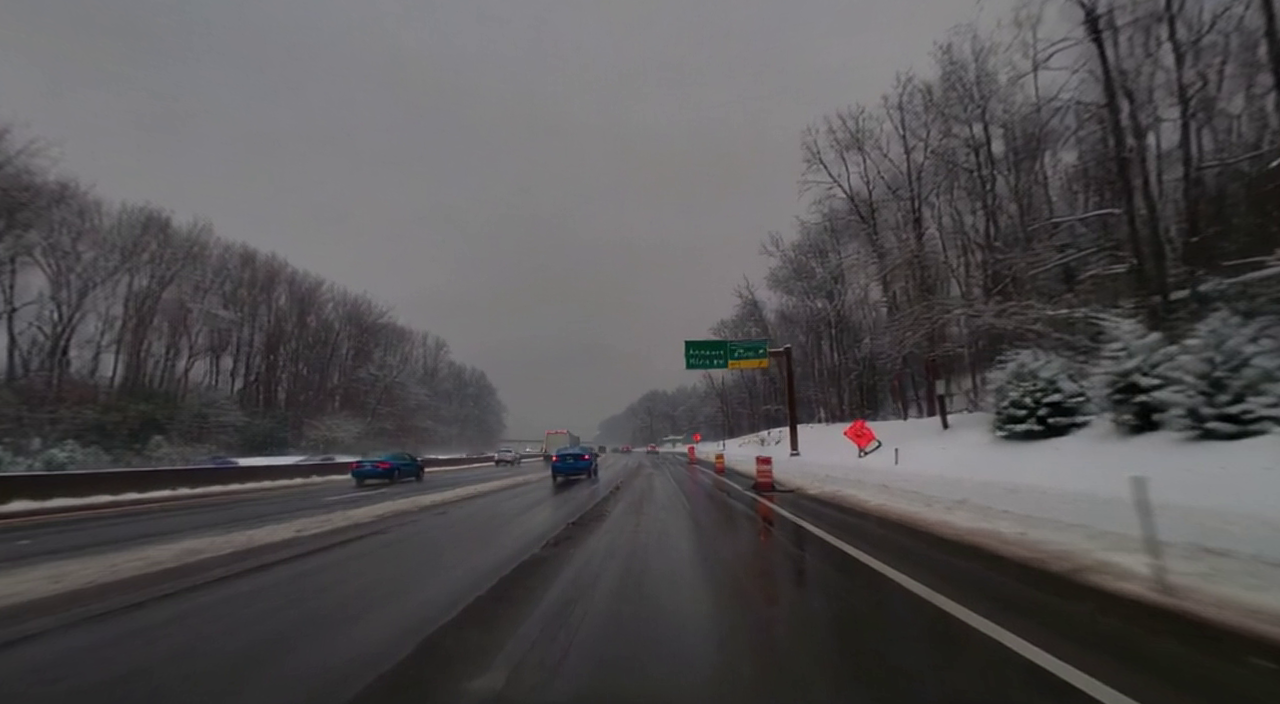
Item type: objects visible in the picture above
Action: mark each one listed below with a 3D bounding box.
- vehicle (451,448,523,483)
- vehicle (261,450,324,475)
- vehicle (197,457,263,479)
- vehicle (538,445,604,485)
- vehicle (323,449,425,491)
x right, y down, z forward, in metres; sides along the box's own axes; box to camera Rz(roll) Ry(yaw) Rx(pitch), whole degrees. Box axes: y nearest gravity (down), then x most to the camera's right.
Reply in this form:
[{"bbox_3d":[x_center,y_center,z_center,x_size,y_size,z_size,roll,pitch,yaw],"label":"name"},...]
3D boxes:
[{"bbox_3d":[-6.813,5.086,28.476,1.951,1.439,4.633,0,-9,2],"label":"vehicle"},{"bbox_3d":[-27.120,8.616,49.221,2.072,1.875,4.825,0,-9,1],"label":"vehicle"},{"bbox_3d":[-31.327,8.871,48.108,1.892,1.484,4.584,0,-9,0],"label":"vehicle"},{"bbox_3d":[-2.686,4.515,25.538,1.963,1.462,4.681,0,-9,2],"label":"vehicle"},{"bbox_3d":[-10.399,4.608,24.974,1.946,1.472,4.472,0,-9,2],"label":"vehicle"}]
